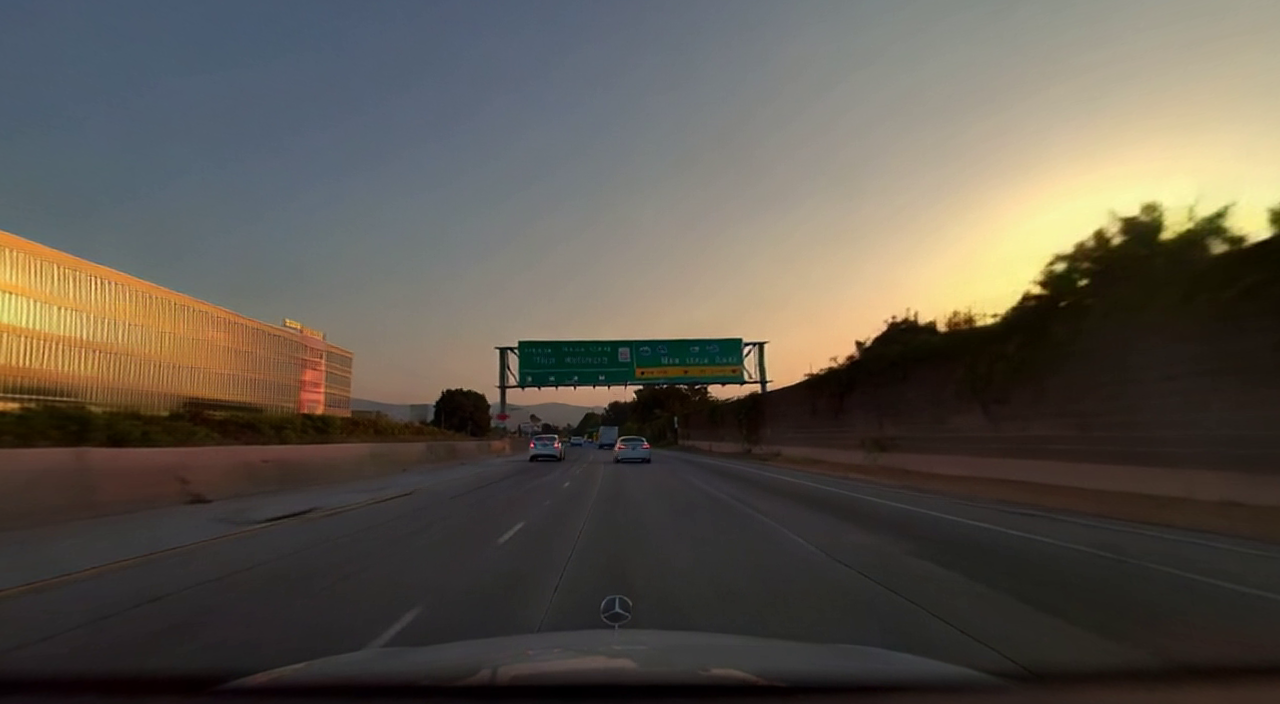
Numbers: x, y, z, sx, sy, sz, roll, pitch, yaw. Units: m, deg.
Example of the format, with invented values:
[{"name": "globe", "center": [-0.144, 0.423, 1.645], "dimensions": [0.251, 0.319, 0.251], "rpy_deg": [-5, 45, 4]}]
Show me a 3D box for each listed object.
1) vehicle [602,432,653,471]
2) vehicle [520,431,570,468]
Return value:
[{"name": "vehicle", "center": [-0.650, 4.495, 28.762], "dimensions": [2.078, 1.608, 3.982], "rpy_deg": [0, -8, -4]}, {"name": "vehicle", "center": [-4.743, 4.925, 31.950], "dimensions": [2.080, 1.733, 4.410], "rpy_deg": [0, -8, -3]}]
